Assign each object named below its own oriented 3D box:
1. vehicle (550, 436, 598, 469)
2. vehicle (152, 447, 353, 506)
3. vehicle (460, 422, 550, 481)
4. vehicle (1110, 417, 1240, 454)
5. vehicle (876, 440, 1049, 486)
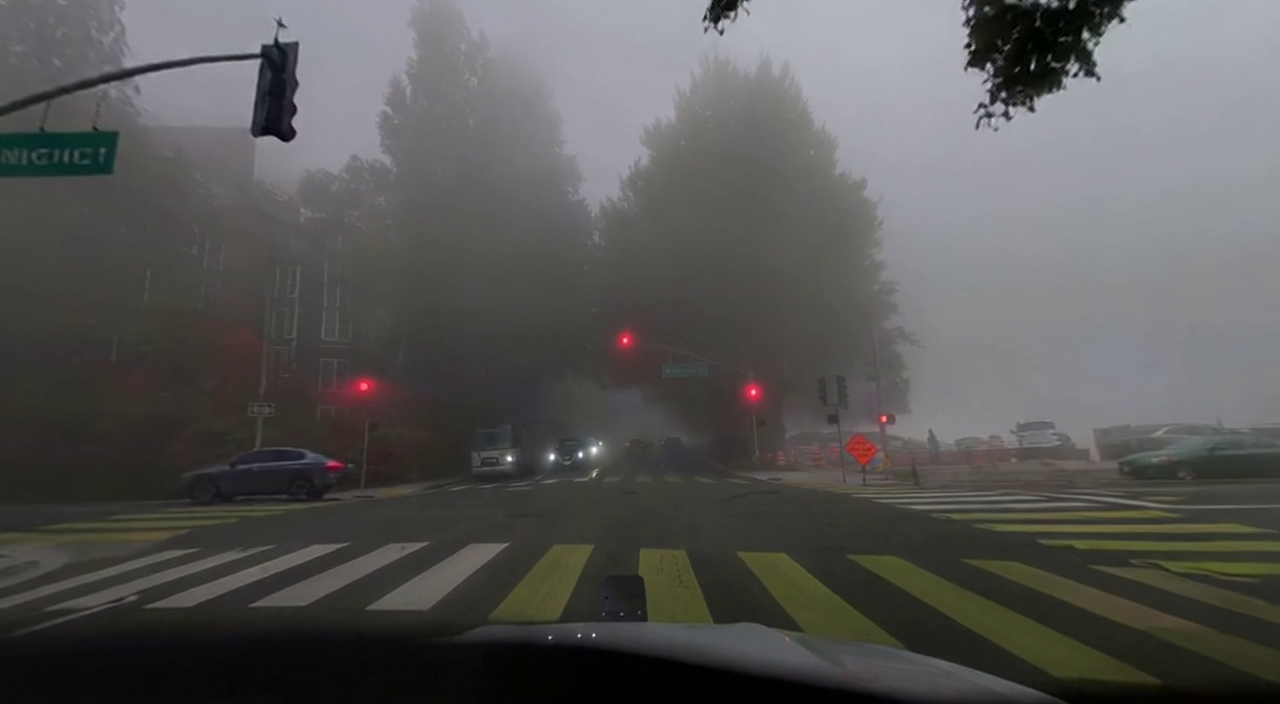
[{"bbox_3d":[-3.700,5.762,36.338,2.302,1.708,4.764,0,-8,-1],"label":"vehicle"},{"bbox_3d":[-11.082,3.570,18.330,4.497,1.579,1.952,0,-9,-1],"label":"vehicle"},{"bbox_3d":[-6.434,4.885,31.277,2.896,2.560,7.322,0,-8,-1],"label":"vehicle"},{"bbox_3d":[33.326,5.213,39.481,5.969,2.225,2.458,0,-9,-3],"label":"vehicle"},{"bbox_3d":[11.268,3.892,22.427,5.158,1.470,2.012,-4,-10,26],"label":"vehicle"}]
